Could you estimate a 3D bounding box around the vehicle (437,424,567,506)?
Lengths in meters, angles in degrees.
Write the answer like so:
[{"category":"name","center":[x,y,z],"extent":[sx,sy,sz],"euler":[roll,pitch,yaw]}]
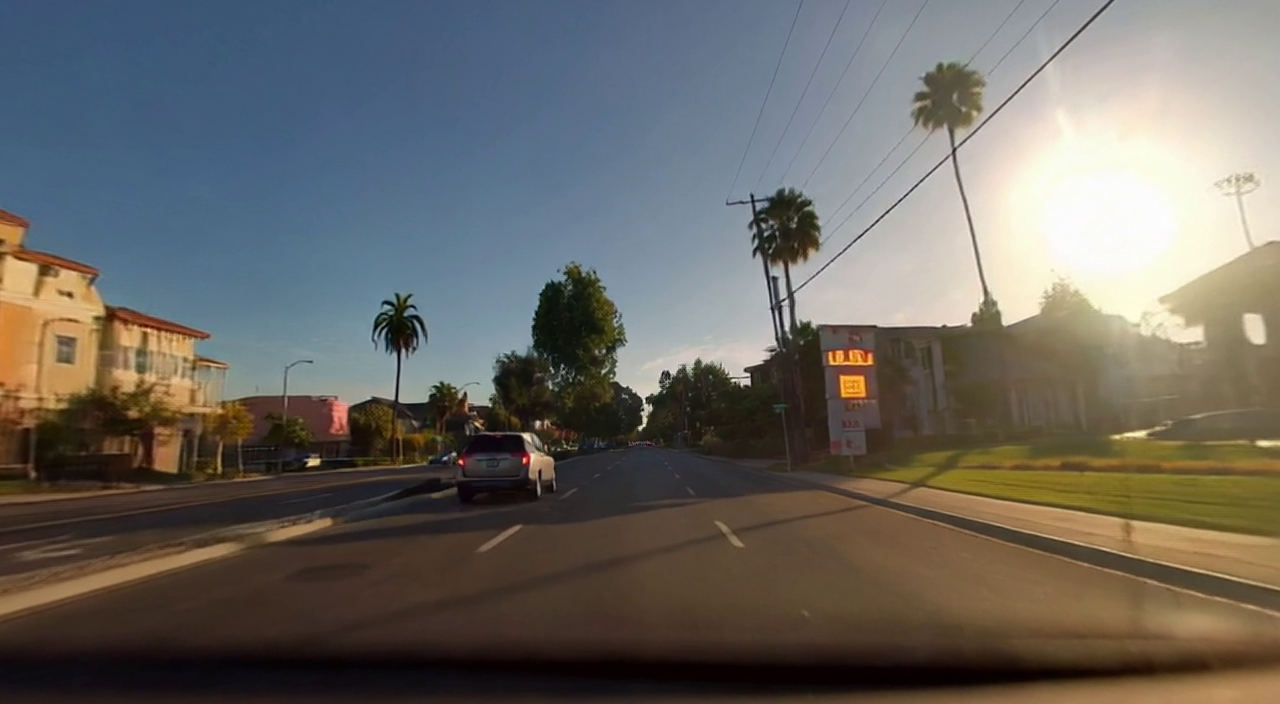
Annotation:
[{"category":"vehicle","center":[-3.172,2.705,15.580],"extent":[2.062,1.693,4.669],"euler":[0,-8,1]}]
